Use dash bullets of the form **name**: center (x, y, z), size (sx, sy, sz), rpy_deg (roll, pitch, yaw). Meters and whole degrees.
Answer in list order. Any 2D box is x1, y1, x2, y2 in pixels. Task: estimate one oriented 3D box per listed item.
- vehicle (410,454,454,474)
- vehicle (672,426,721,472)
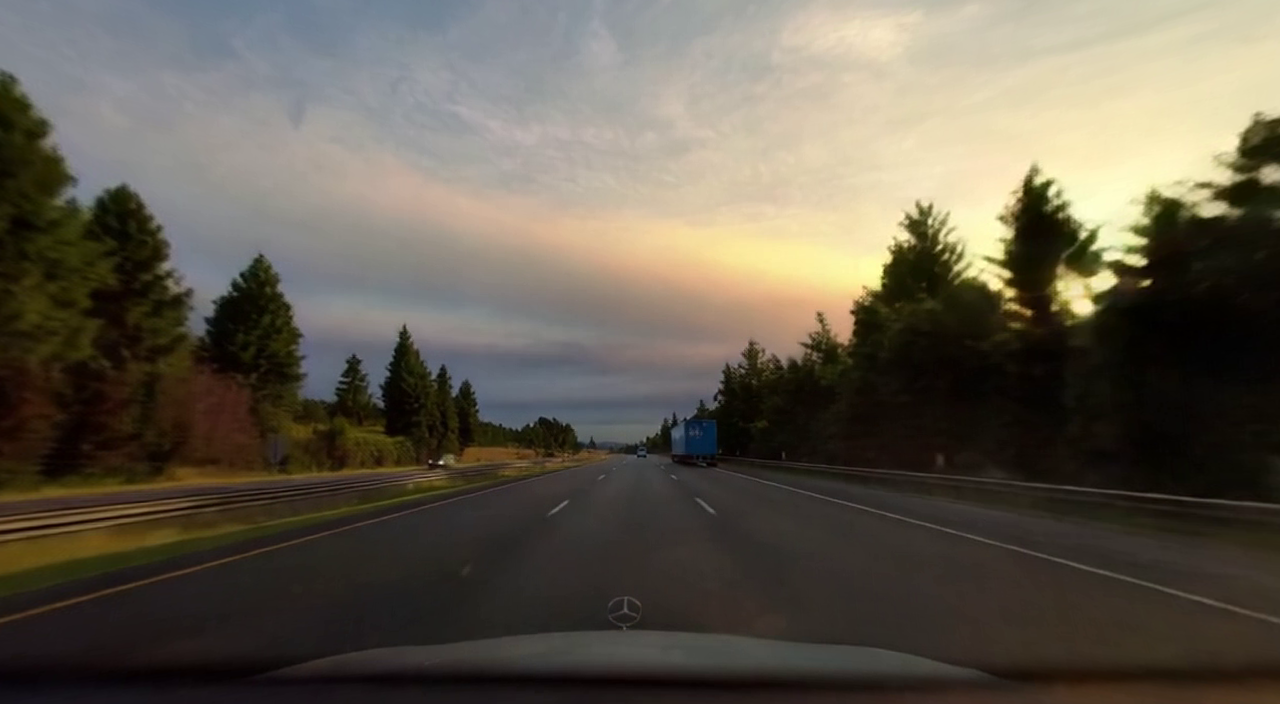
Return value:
- **vehicle**: center (-15.208, 8.207, 46.312), size (1.886, 1.433, 3.791), rpy_deg (0, -9, 1)
- **vehicle**: center (3.661, 6.435, 41.844), size (2.572, 2.795, 5.978), rpy_deg (0, -9, -1)
